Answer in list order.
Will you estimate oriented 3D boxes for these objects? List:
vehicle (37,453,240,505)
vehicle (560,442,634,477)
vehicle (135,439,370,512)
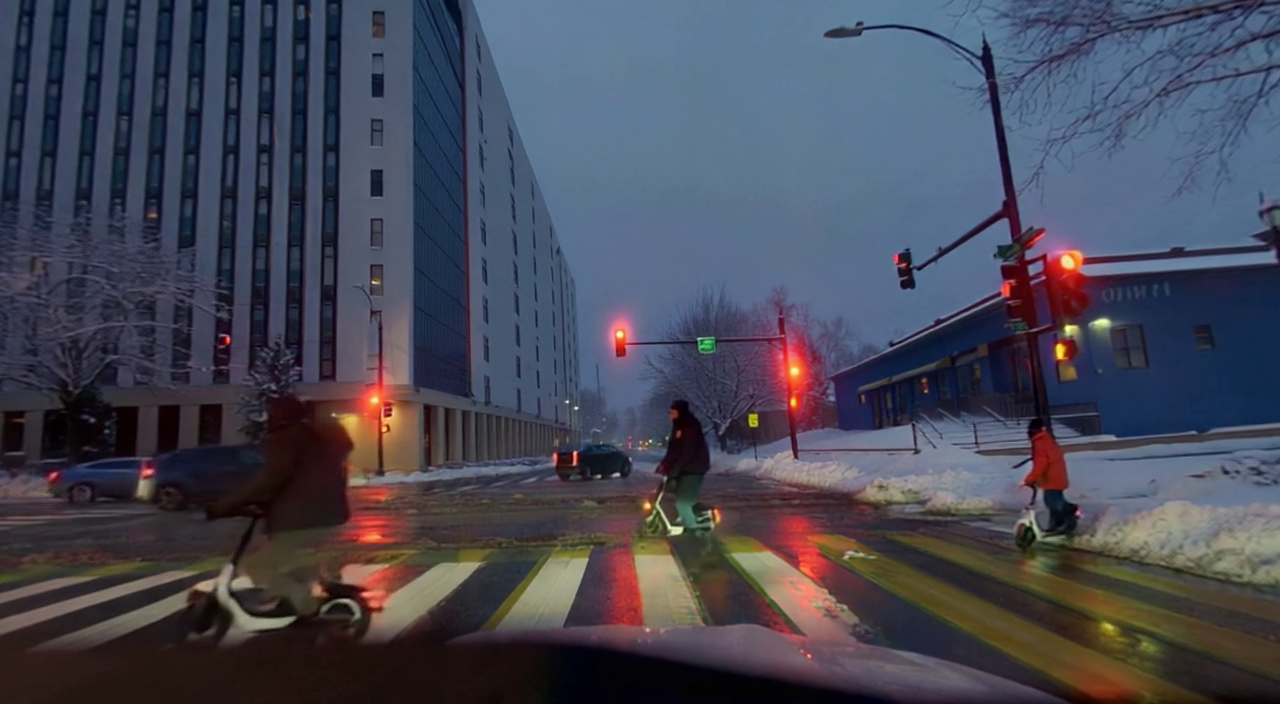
[{"bbox_3d":[-15.635,3.949,19.985,4.485,1.463,2.075,1,-9,-9],"label":"vehicle"},{"bbox_3d":[-2.078,5.414,32.126,2.051,1.616,4.641,-3,-9,20],"label":"vehicle"},{"bbox_3d":[-10.016,3.200,16.824,4.802,1.724,2.122,2,-9,-13],"label":"vehicle"}]
